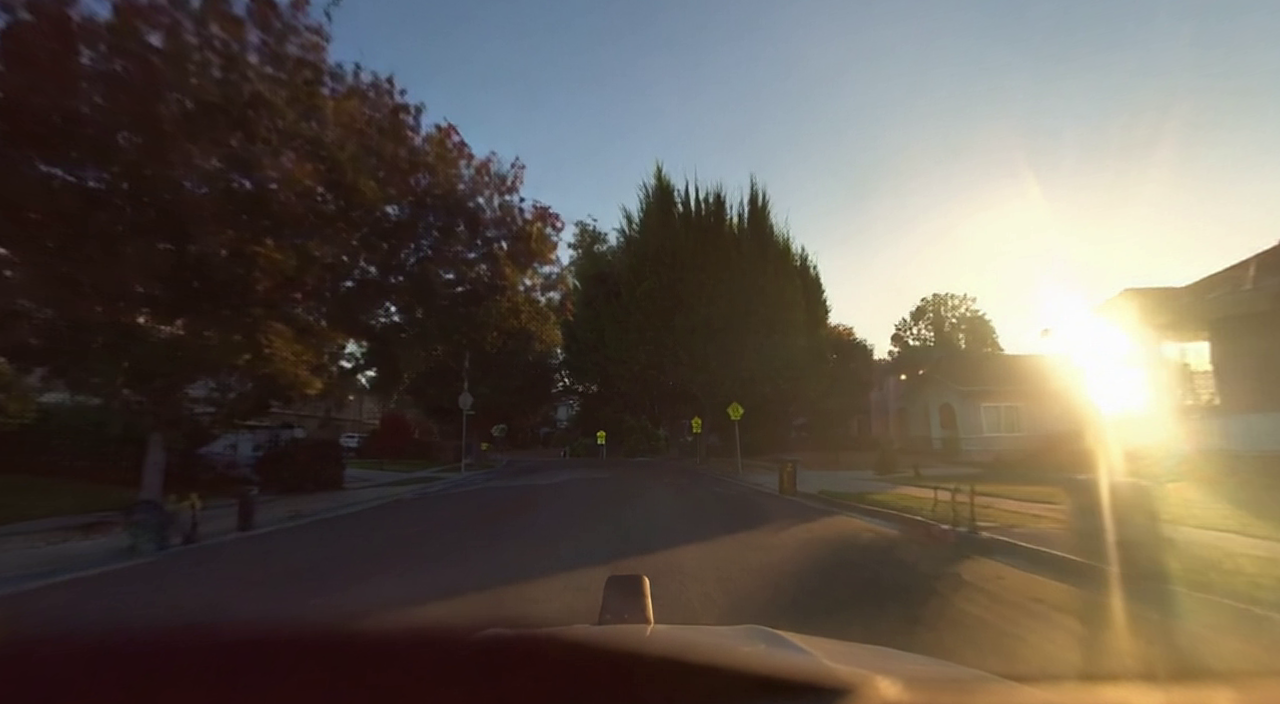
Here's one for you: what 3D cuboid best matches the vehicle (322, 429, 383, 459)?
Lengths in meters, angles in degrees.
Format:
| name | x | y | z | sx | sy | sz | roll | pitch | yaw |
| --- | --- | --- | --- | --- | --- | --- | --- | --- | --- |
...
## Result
| name | x | y | z | sx | sy | sz | roll | pitch | yaw |
| --- | --- | --- | --- | --- | --- | --- | --- | --- | --- |
| vehicle | -19.456 | 6.282 | 42.910 | 2.407 | 1.912 | 5.091 | 1 | -8 | -9 |
